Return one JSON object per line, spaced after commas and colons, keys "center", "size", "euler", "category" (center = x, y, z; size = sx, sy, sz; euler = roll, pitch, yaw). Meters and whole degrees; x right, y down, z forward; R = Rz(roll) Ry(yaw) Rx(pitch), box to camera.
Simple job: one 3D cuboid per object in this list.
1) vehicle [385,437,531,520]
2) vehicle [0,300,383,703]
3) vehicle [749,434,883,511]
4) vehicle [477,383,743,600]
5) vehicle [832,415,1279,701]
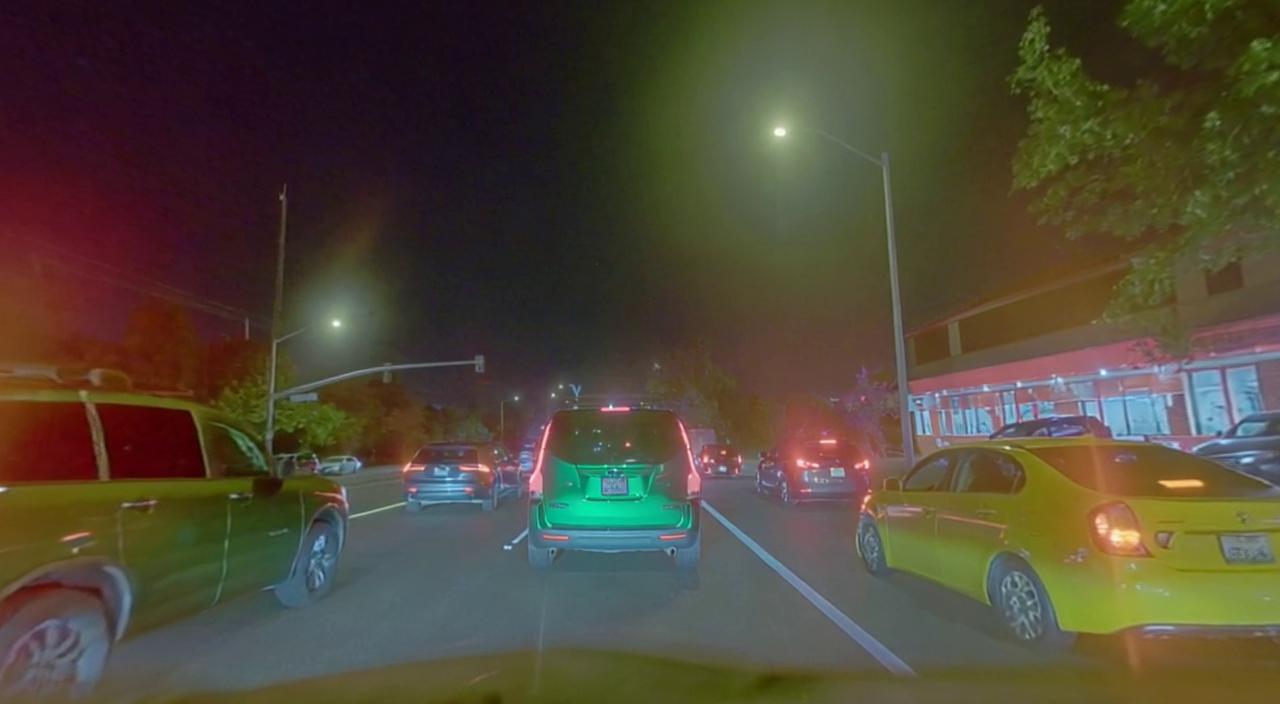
{"center": [-3.622, 2.580, 13.433], "size": [1.849, 1.451, 4.218], "euler": [0, -9, 0], "category": "vehicle"}
{"center": [-3.611, 0.941, 3.827], "size": [2.231, 1.853, 4.461], "euler": [0, -9, 0], "category": "vehicle"}
{"center": [3.913, 2.744, 14.873], "size": [1.875, 1.521, 4.192], "euler": [0, -8, -1], "category": "vehicle"}
{"center": [-0.297, 1.487, 7.514], "size": [2.238, 1.825, 4.190], "euler": [0, -9, -1], "category": "vehicle"}
{"center": [3.370, 1.401, 5.553], "size": [1.900, 1.477, 4.352], "euler": [0, -8, -1], "category": "vehicle"}
